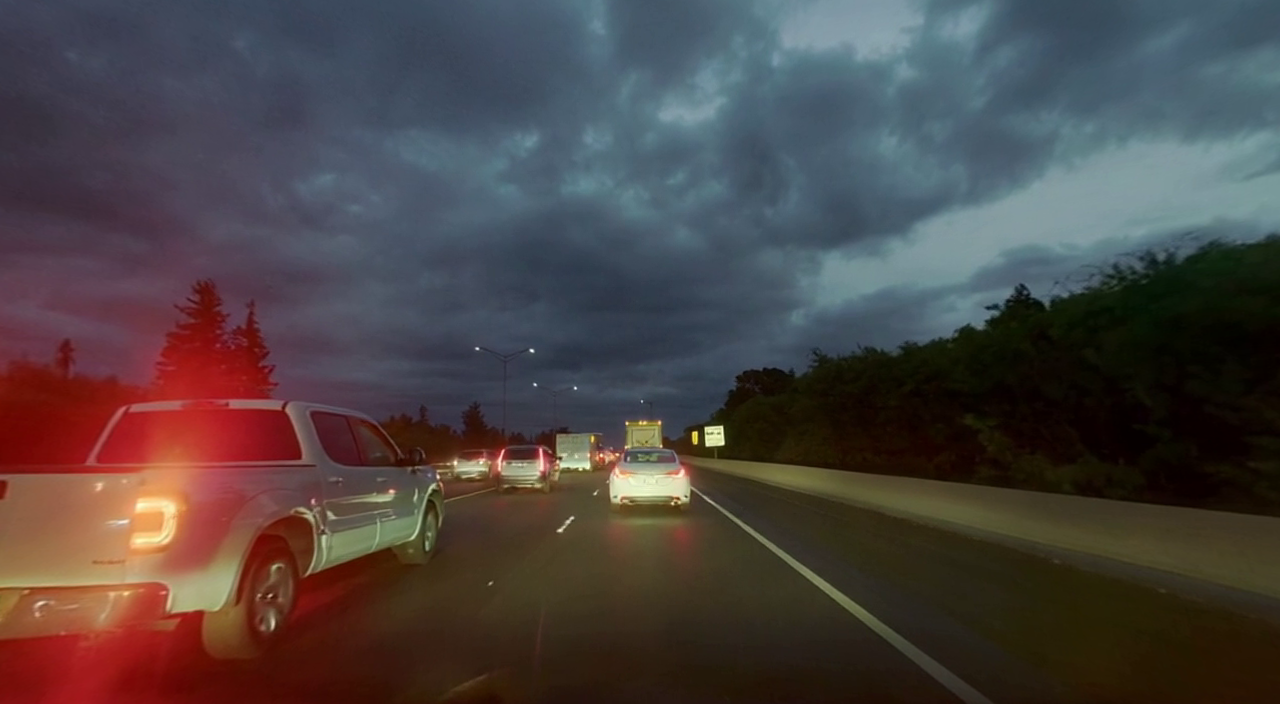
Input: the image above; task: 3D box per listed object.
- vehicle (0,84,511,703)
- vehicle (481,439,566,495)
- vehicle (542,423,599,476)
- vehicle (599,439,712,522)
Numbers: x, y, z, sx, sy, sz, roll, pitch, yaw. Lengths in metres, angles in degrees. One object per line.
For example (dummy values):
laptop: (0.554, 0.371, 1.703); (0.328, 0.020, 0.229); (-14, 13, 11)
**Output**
vehicle: (-2.998, 0.849, 5.542); (2.289, 2.757, 6.726); (0, -9, 0)
vehicle: (-3.650, 3.687, 20.506); (1.963, 1.627, 3.849); (0, -9, 1)
vehicle: (-3.658, 5.316, 34.418); (2.290, 2.613, 5.975); (0, -9, 1)
vehicle: (0.266, 2.637, 13.414); (2.063, 1.507, 3.488); (0, -9, -1)
